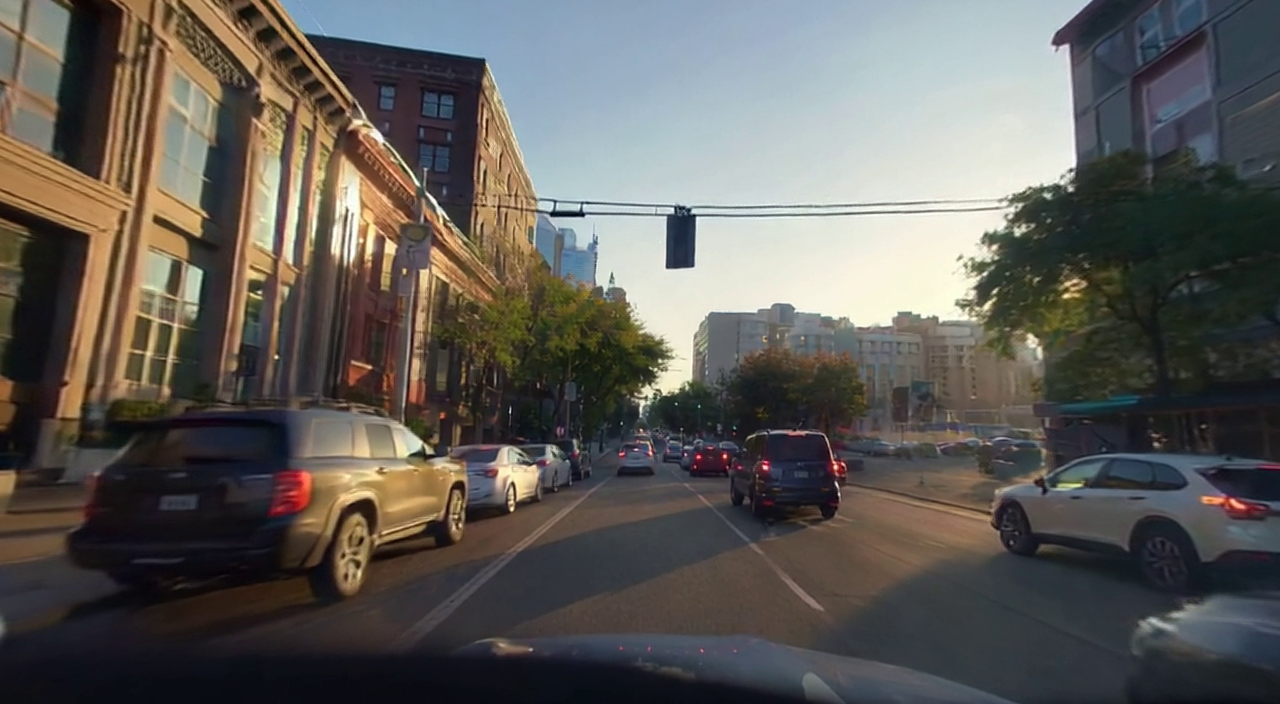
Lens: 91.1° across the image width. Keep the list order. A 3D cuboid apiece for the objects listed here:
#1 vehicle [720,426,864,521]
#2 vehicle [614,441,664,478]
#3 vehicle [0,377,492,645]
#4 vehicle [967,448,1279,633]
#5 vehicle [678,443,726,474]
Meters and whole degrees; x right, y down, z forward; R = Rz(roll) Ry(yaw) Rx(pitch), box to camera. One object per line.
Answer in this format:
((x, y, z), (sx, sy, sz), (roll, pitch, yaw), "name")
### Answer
((3.076, 2.571, 13.855), (2.002, 1.707, 4.547), (0, -8, 0), "vehicle")
((-0.036, 4.659, 27.513), (2.007, 1.460, 3.923), (0, -8, 0), "vehicle")
((-3.410, 1.484, 7.091), (2.142, 1.832, 5.373), (0, -8, 0), "vehicle")
((6.125, 2.030, 7.811), (1.913, 1.624, 4.116), (-1, -8, 1), "vehicle")
((3.139, 5.478, 32.550), (1.966, 1.475, 4.528), (0, -8, 0), "vehicle")
